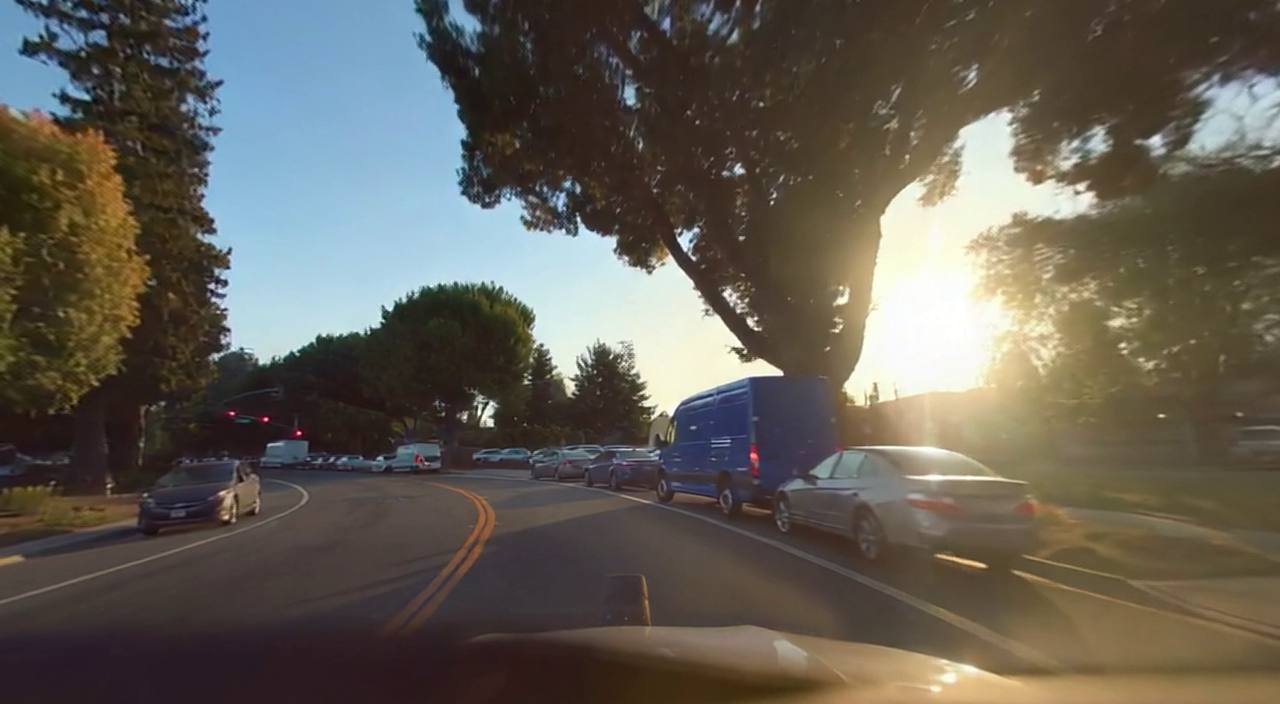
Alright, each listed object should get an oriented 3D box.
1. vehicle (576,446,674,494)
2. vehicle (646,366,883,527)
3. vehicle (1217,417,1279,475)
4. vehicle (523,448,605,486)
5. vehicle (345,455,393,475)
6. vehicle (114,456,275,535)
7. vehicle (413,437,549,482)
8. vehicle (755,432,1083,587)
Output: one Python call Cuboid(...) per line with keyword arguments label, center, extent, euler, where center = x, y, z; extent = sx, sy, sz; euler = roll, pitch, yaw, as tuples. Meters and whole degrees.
Cuboid(label="vehicle", center=(-0.661, 3.993, 21.809), extent=(1.961, 1.456, 4.569), euler=(3, -9, -20))
Cuboid(label="vehicle", center=(2.217, 2.126, 14.268), extent=(2.406, 2.689, 6.916), euler=(2, -9, -15))
Cuboid(label="vehicle", center=(19.841, 2.961, 20.060), extent=(1.830, 1.648, 4.635), euler=(-11, -13, 43))
Cuboid(label="vehicle", center=(-3.433, 4.968, 27.615), extent=(1.957, 1.479, 4.554), euler=(5, -10, -29))
Cuboid(label="vehicle", center=(-20.714, 8.586, 48.067), extent=(1.804, 1.453, 4.462), euler=(8, -12, -44))
Cuboid(label="vehicle", center=(-10.156, 3.228, 14.758), extent=(1.985, 1.485, 3.820), euler=(3, -9, -18))
Cuboid(label="vehicle", center=(-9.408, 6.125, 36.052), extent=(3.041, 2.164, 10.370), euler=(5, -11, -41))
Cuboid(label="vehicle", center=(3.165, 1.859, 8.390), extent=(1.891, 1.466, 4.362), euler=(1, -9, -8))
